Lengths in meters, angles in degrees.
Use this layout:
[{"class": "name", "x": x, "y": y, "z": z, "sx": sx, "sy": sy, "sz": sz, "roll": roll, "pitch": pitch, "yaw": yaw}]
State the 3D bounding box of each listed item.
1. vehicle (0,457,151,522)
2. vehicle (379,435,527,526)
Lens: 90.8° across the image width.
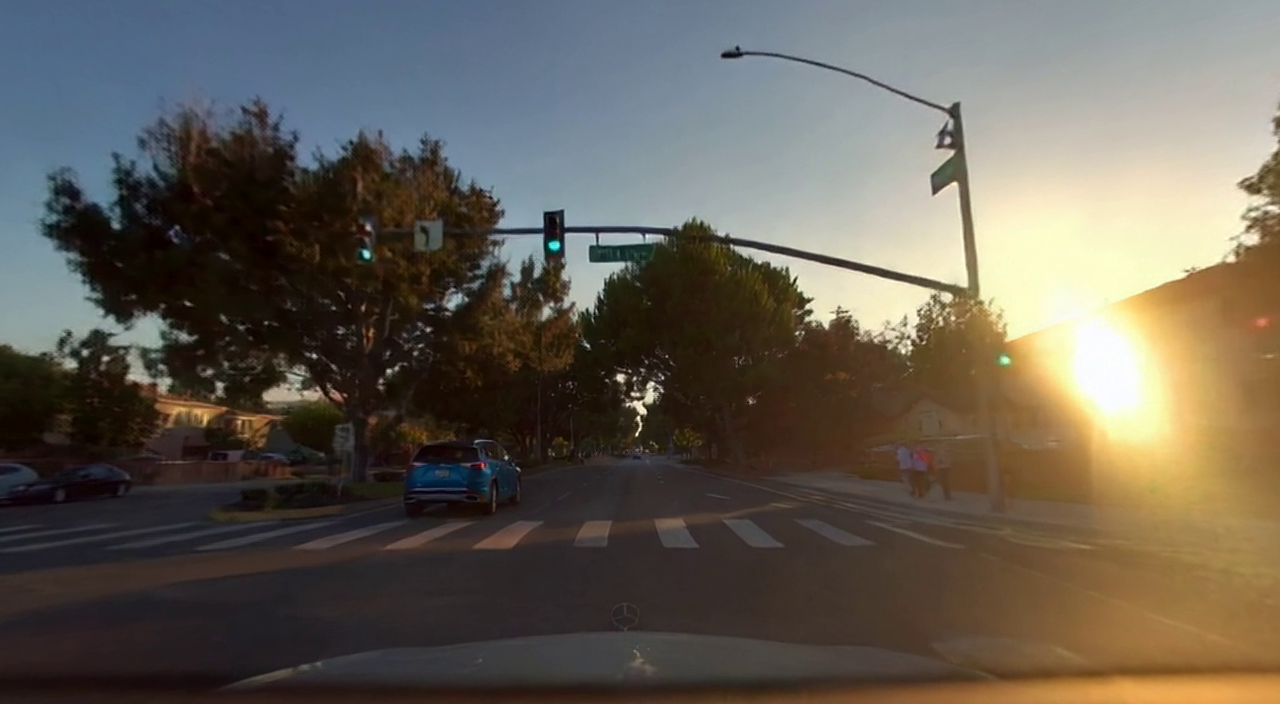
[{"class": "vehicle", "x": -16.565, "y": 3.737, "z": 17.737, "sx": 1.941, "sy": 1.495, "sz": 4.713, "roll": 0, "pitch": -8, "yaw": -1}, {"class": "vehicle", "x": -3.978, "y": 2.796, "z": 14.335, "sx": 1.993, "sy": 1.733, "sz": 4.262, "roll": 0, "pitch": -8, "yaw": 1}]
